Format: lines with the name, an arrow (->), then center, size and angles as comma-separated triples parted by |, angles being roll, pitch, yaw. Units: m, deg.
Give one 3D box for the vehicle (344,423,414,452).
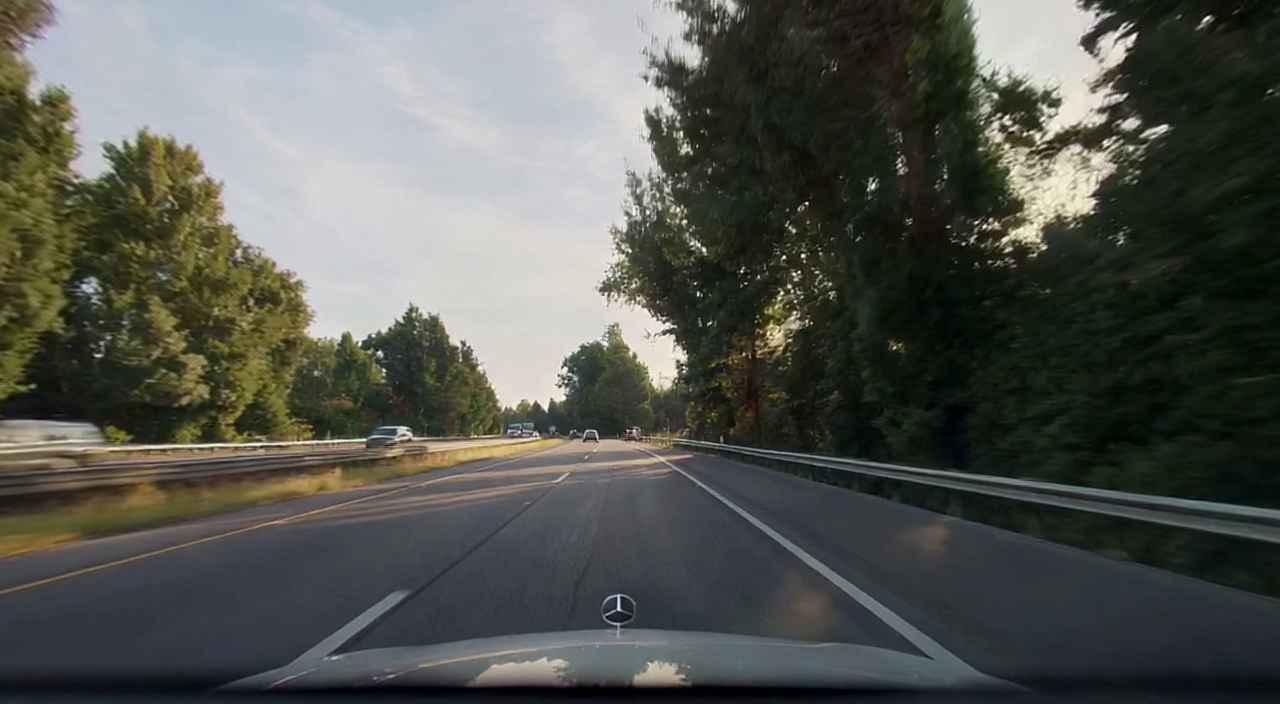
vehicle -> -14.287, 4.733, 34.695 | 2.055, 1.481, 4.316 | 0, -8, -1
